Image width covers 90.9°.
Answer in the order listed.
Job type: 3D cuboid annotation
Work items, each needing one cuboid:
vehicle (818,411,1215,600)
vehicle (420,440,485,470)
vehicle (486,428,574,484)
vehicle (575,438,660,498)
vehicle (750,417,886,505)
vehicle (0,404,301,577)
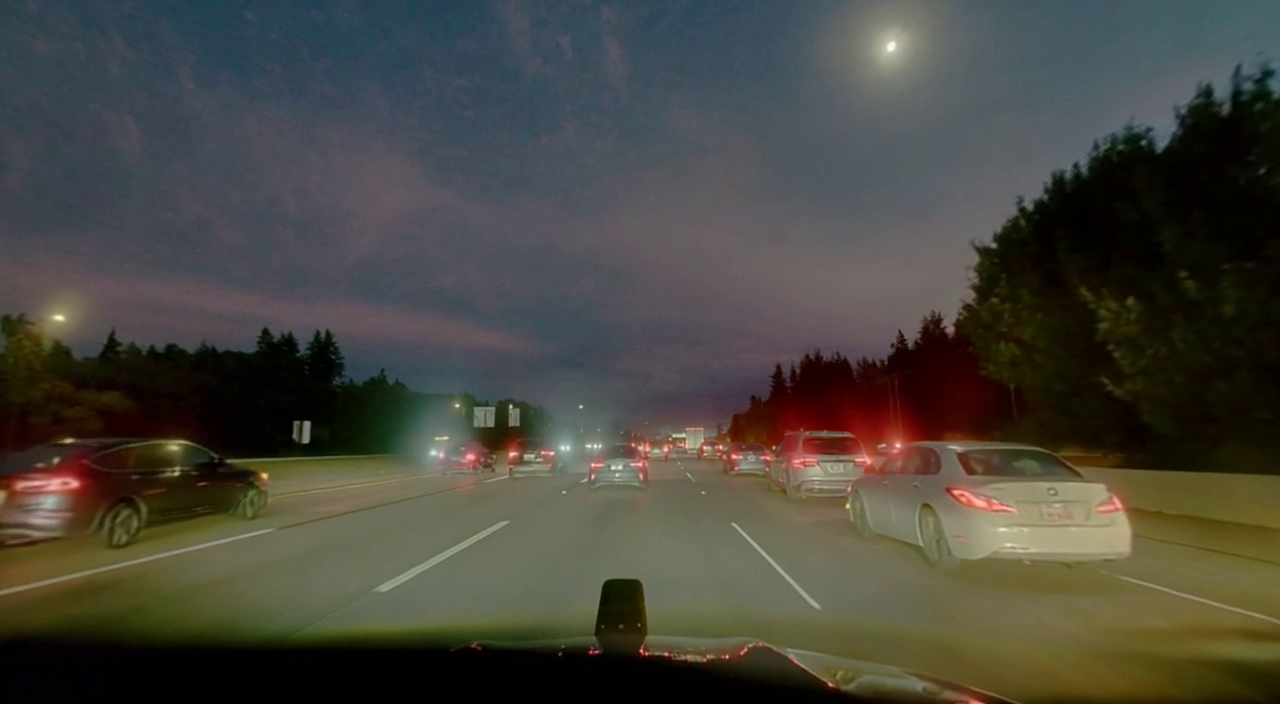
[{"bbox_3d":[3.790,1.609,7.569,1.984,1.567,4.475,0,-8,0],"label":"vehicle"},{"bbox_3d":[-10.254,5.658,34.846,1.907,1.508,4.608,-1,-8,4],"label":"vehicle"},{"bbox_3d":[-3.909,3.842,23.578,2.110,1.811,5.585,0,-8,2],"label":"vehicle"},{"bbox_3d":[-0.481,3.134,17.512,2.070,1.456,4.029,0,-8,2],"label":"vehicle"},{"bbox_3d":[4.024,2.565,15.193,1.999,1.777,4.578,0,-8,1],"label":"vehicle"},{"bbox_3d":[-7.656,1.804,9.057,2.214,1.761,5.890,0,-8,1],"label":"vehicle"}]
